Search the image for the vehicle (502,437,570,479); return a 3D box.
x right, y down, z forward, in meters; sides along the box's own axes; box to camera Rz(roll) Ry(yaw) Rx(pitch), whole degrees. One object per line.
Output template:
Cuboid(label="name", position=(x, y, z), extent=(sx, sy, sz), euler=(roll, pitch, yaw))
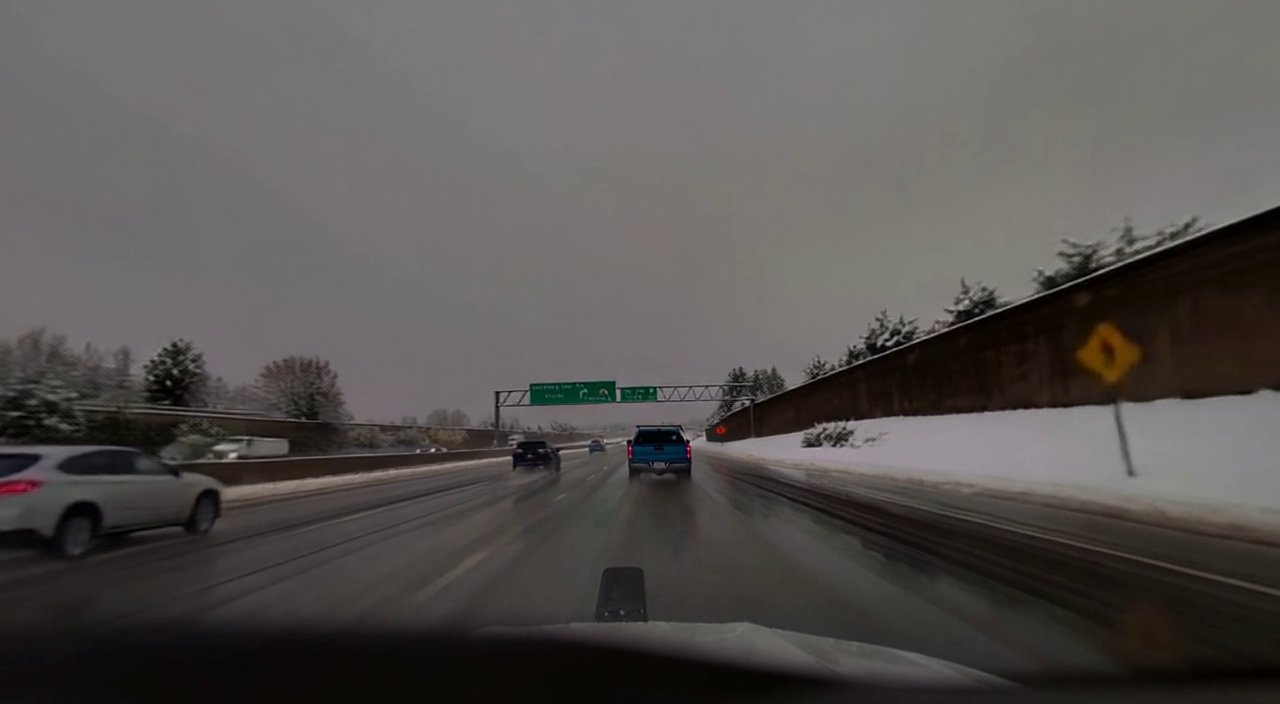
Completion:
Cuboid(label="vehicle", position=(-4.264, 4.401, 26.528), extent=(1.961, 1.591, 4.756), euler=(0, -9, 1))

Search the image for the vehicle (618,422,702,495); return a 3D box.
Cuboid(label="vehicle", position=(0.501, 3.008, 18.105), extent=(2.083, 1.792, 4.782), euler=(0, -8, 0))

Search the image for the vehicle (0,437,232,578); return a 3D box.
Cuboid(label="vehicle", position=(-7.737, 1.814, 7.842), extent=(2.081, 1.463, 4.749), euler=(0, -8, 1))

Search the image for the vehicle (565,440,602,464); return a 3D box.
Cuboid(label="vehicle", position=(-3.849, 6.927, 43.695), extent=(2.061, 1.584, 4.290), euler=(0, -8, 1))
